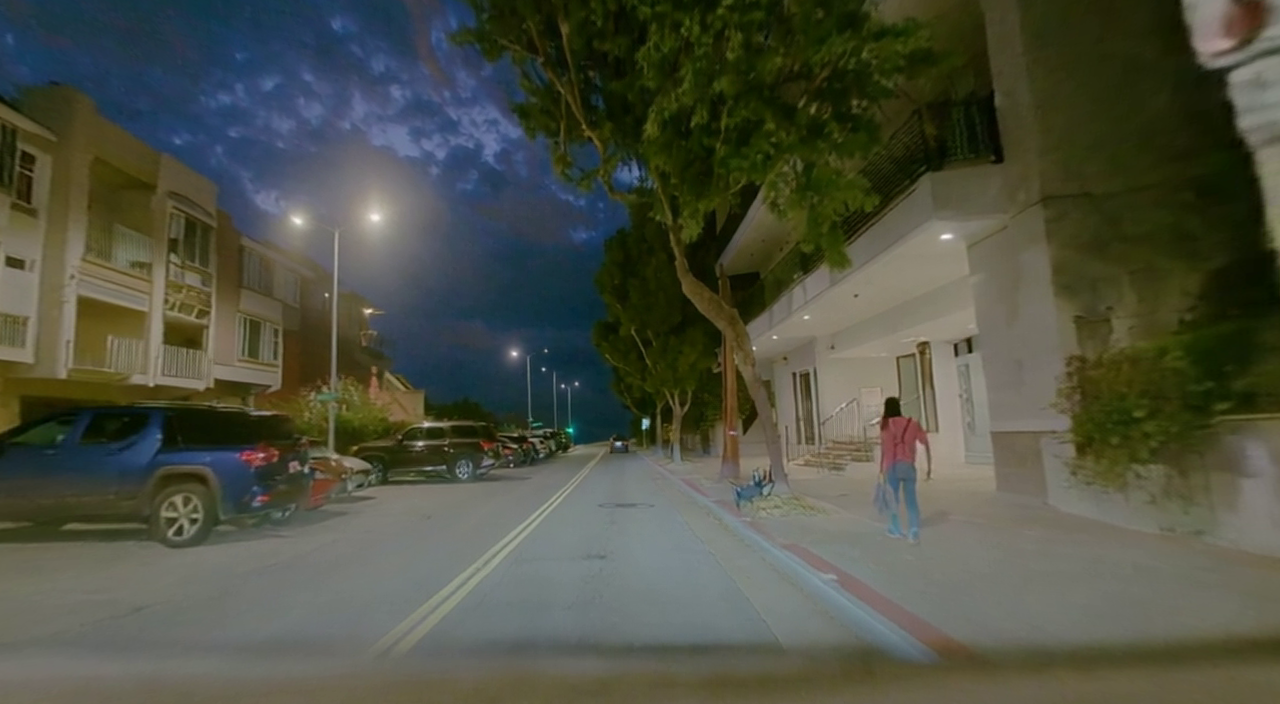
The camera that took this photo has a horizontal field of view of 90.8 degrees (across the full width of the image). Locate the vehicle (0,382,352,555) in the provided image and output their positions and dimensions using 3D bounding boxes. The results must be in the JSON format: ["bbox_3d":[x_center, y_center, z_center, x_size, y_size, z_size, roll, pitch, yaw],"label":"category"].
[{"bbox_3d":[-7.606,1.604,9.010,5.824,2.125,2.233,1,-9,-4],"label":"vehicle"}]

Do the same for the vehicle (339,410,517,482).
[{"bbox_3d":[-7.554,3.428,23.143,5.592,2.439,2.515,0,-9,-2],"label":"vehicle"}]
